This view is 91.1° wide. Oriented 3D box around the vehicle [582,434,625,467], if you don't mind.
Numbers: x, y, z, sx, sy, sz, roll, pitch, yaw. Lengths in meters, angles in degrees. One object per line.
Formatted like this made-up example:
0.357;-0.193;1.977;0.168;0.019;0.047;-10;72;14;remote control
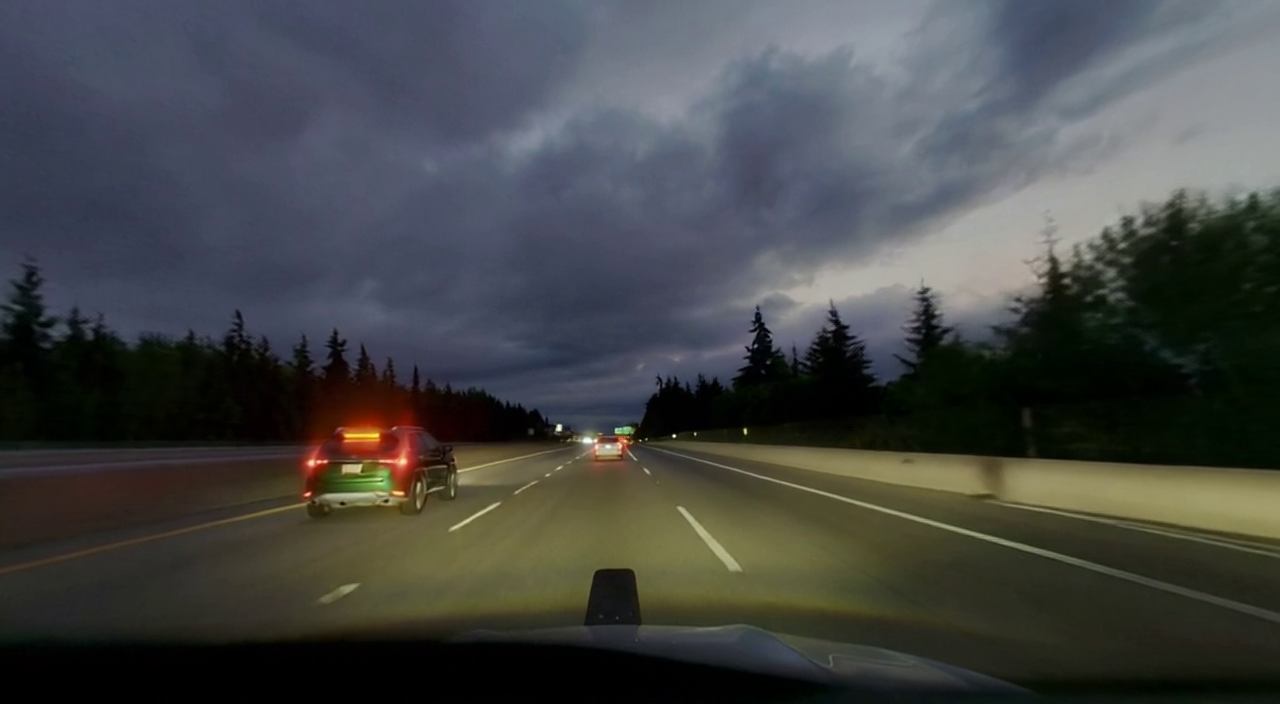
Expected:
-1.767;4.837;31.113;2.010;1.534;4.013;0;-8;-2;vehicle

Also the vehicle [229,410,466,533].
-4.709;1.973;11.087;2.111;1.689;4.505;0;-8;-2;vehicle
